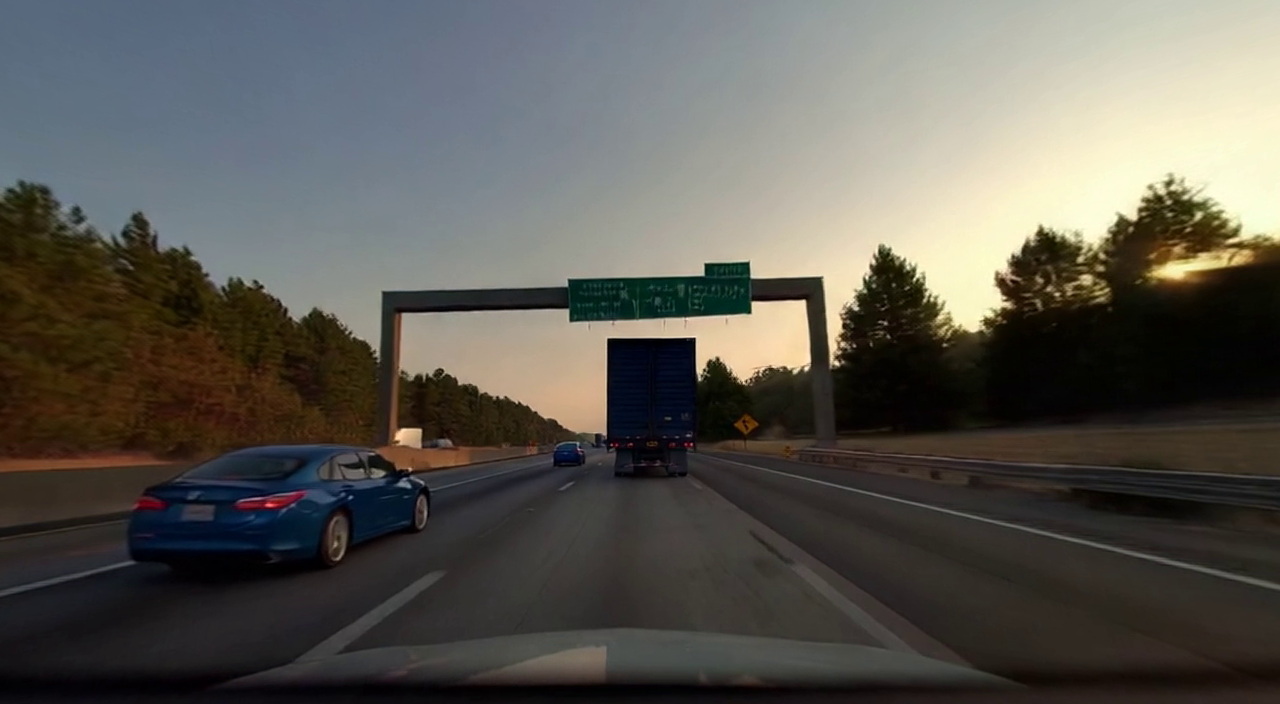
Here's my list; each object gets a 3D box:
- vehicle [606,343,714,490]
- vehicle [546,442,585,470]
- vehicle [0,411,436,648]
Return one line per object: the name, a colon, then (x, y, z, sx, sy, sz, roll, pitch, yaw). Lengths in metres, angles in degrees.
vehicle: (0.543, 2.569, 23.370, 3.073, 4.196, 10.546, 0, -8, 0)
vehicle: (-4.374, 6.163, 37.583, 1.854, 1.530, 4.268, 0, -8, 0)
vehicle: (-4.071, 1.544, 6.712, 2.116, 1.571, 4.849, 0, -8, 1)
